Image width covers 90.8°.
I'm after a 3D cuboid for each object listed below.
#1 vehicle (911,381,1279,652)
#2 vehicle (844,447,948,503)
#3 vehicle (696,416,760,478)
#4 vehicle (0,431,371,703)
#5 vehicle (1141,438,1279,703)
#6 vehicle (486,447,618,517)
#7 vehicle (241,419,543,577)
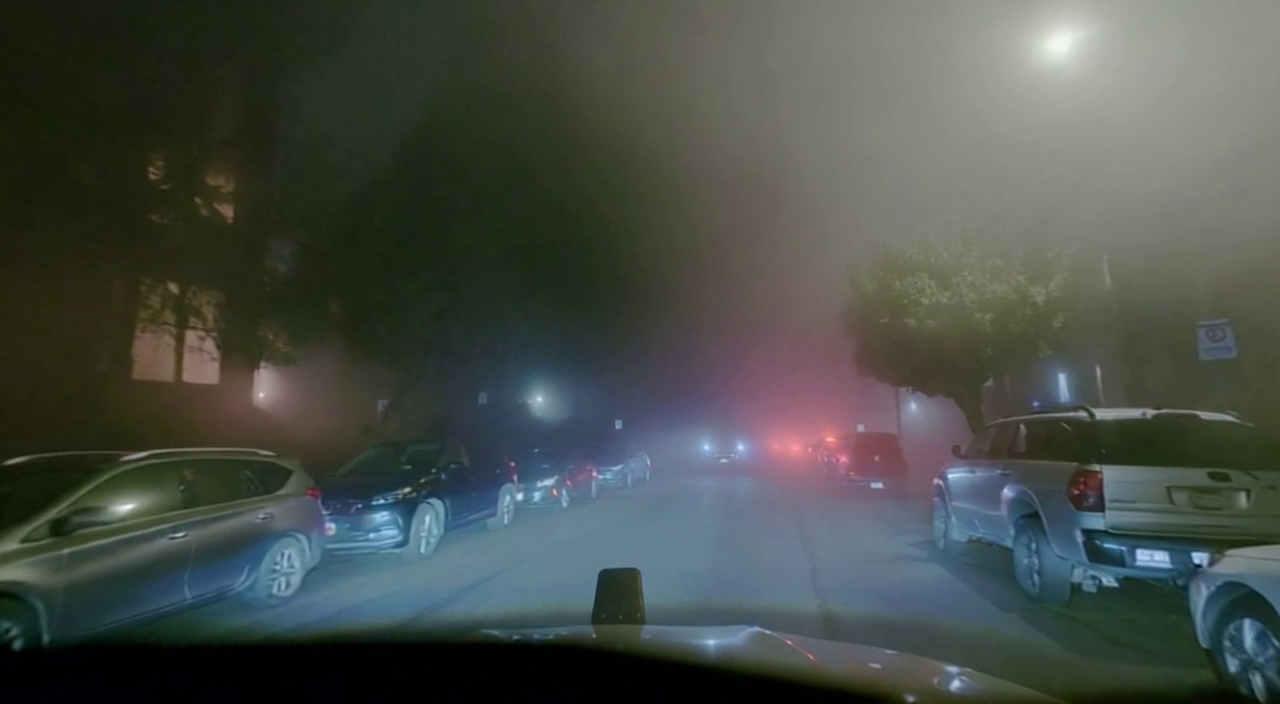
[{"bbox_3d":[4.787,1.508,6.911,2.182,1.900,4.779,-1,-8,9],"label":"vehicle"},{"bbox_3d":[7.543,3.608,19.088,1.813,1.468,4.267,-1,-8,7],"label":"vehicle"},{"bbox_3d":[4.763,4.950,33.171,2.716,2.887,6.781,-2,-8,13],"label":"vehicle"},{"bbox_3d":[-4.242,1.401,4.866,1.855,1.510,4.406,-1,-8,9],"label":"vehicle"},{"bbox_3d":[3.903,0.951,1.693,1.992,1.456,4.610,-2,-8,11],"label":"vehicle"},{"bbox_3d":[-2.013,3.175,16.162,1.861,1.474,4.749,-2,-9,11],"label":"vehicle"},{"bbox_3d":[-3.380,2.091,10.058,2.203,1.815,4.972,-1,-8,8],"label":"vehicle"}]
